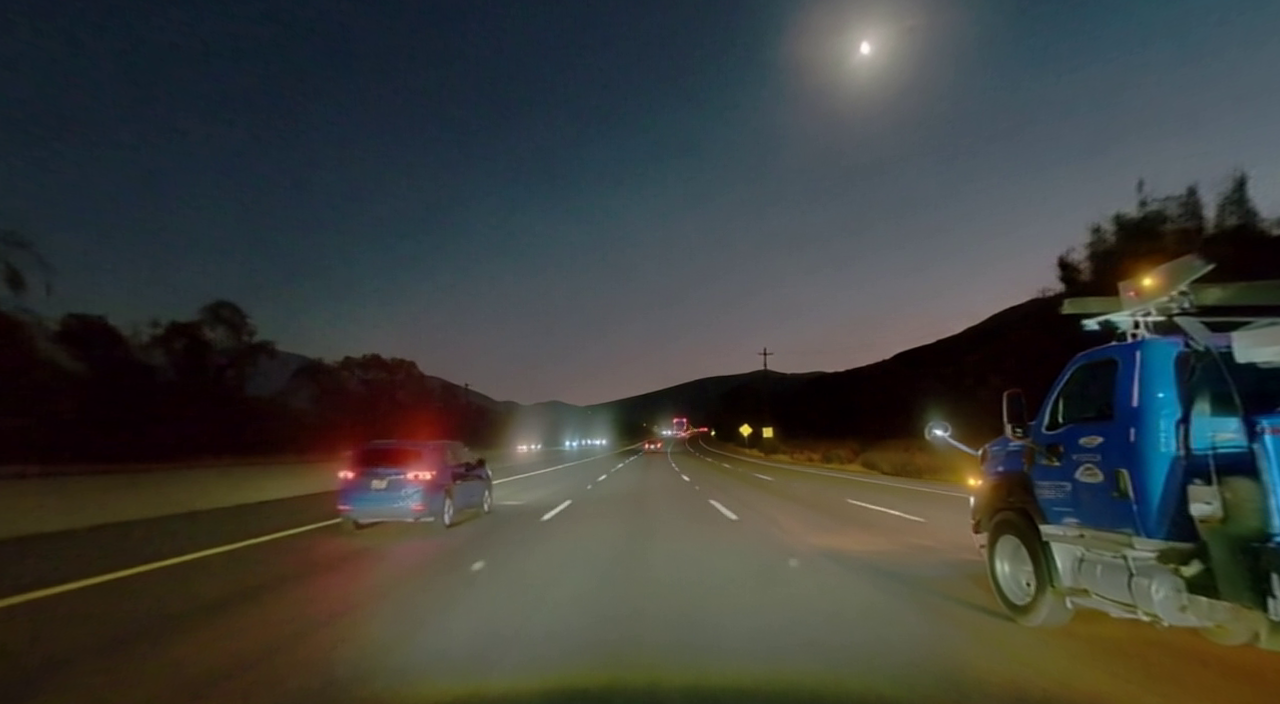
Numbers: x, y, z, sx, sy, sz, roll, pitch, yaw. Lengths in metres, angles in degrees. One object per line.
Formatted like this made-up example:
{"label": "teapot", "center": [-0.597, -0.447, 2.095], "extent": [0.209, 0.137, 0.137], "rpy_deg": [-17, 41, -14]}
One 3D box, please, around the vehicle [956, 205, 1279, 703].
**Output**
{"label": "vehicle", "center": [3.593, 0.441, 1.251], "extent": [2.538, 2.228, 6.370], "rpy_deg": [0, -9, -1]}

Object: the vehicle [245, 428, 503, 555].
{"label": "vehicle", "center": [-3.701, 2.021, 9.874], "extent": [1.974, 1.493, 4.563], "rpy_deg": [0, -9, 1]}
